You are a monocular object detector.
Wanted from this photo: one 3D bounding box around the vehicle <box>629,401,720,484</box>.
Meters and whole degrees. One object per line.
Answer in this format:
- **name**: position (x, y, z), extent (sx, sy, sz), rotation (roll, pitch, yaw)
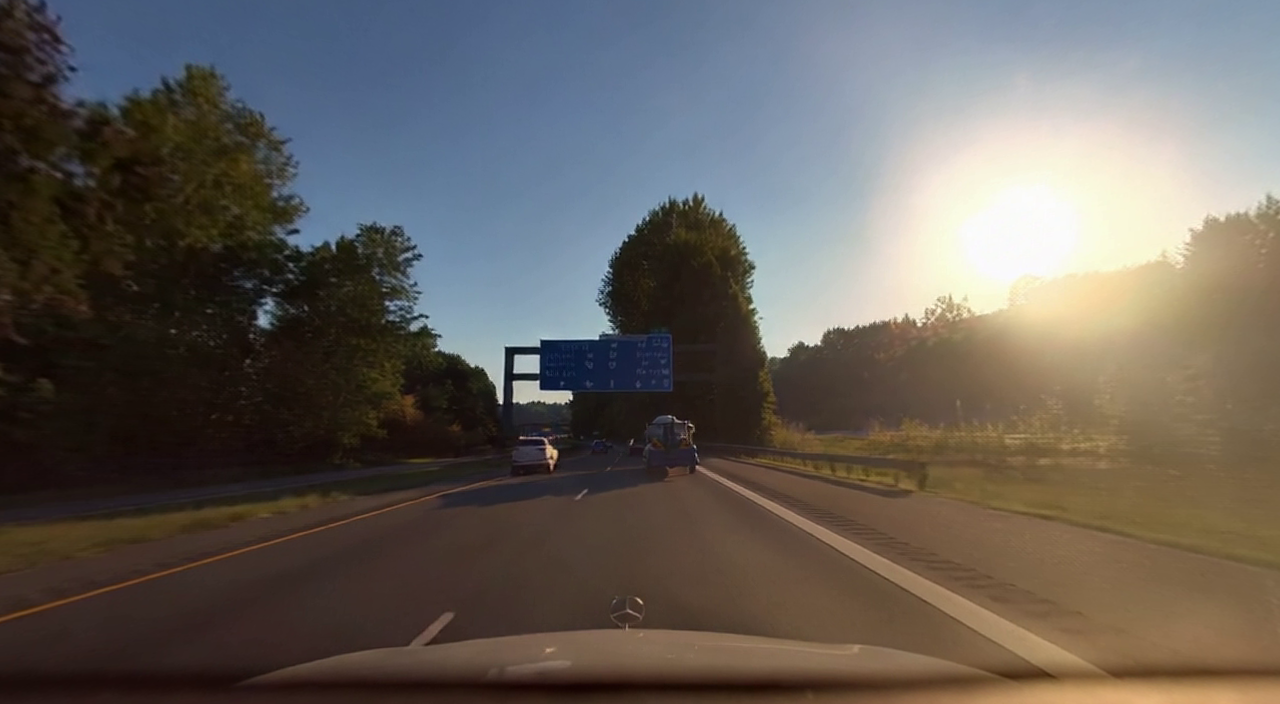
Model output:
- **vehicle**: position (0.973, 3.149, 21.874), extent (2.677, 2.439, 6.402), rotation (0, -8, -1)
